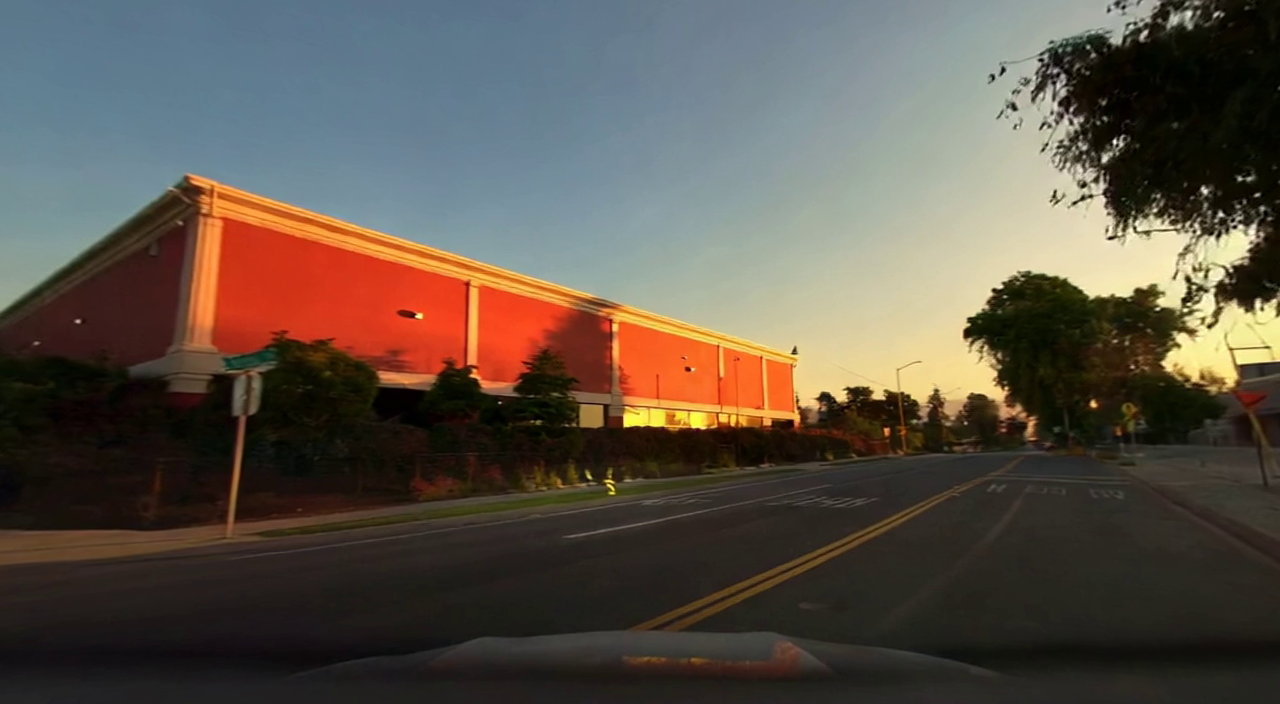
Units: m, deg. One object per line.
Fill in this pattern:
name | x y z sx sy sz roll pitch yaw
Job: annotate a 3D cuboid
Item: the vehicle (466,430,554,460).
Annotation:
vehicle | -7.939 5.629 38.299 5.035 1.666 2.449 -6 -9 36
